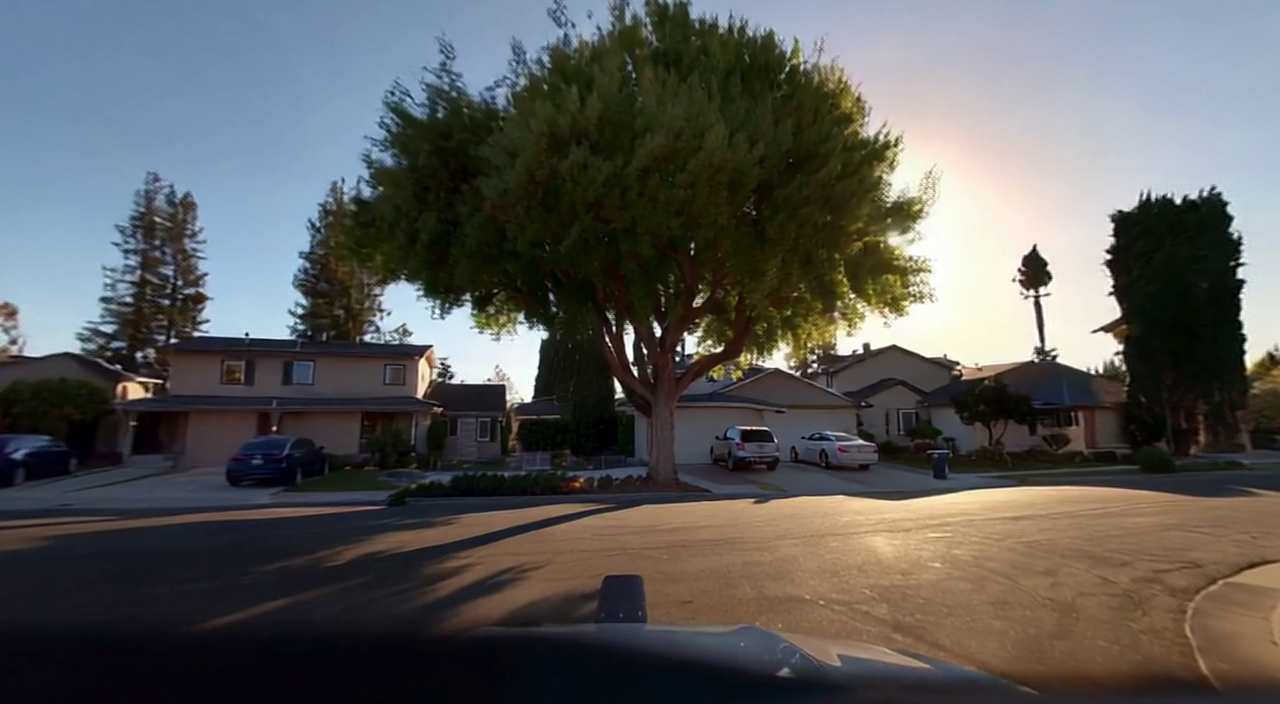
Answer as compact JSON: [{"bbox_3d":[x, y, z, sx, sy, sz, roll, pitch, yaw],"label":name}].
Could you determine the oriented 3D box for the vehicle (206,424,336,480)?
[{"bbox_3d":[-12.186,3.350,21.299,1.942,1.651,4.655,1,-9,-6],"label":"vehicle"}]

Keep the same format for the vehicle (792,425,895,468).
[{"bbox_3d":[8.083,3.829,25.536,1.873,1.556,4.216,3,-9,-16],"label":"vehicle"}]

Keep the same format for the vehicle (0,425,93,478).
[{"bbox_3d":[-21.818,3.407,21.617,1.942,1.700,4.478,-1,-9,4],"label":"vehicle"}]

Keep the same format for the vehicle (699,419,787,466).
[{"bbox_3d":[4.042,3.673,25.571,1.937,1.731,4.179,2,-9,-15],"label":"vehicle"}]
